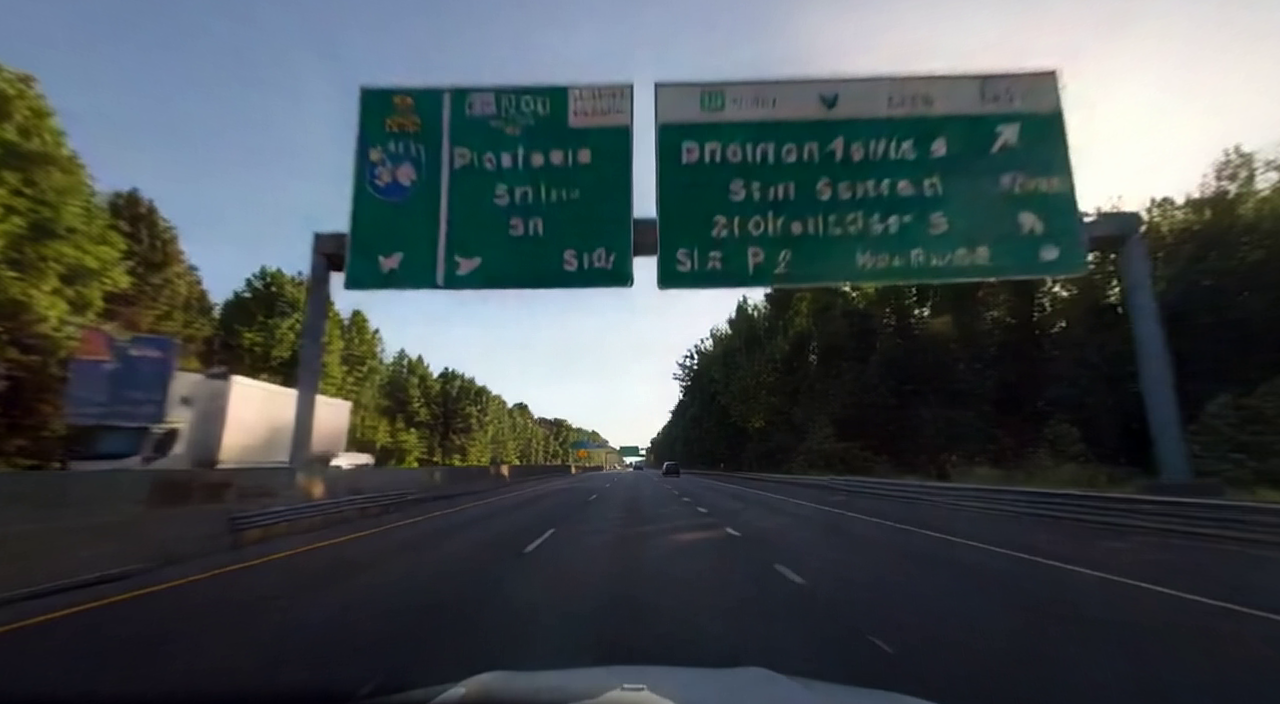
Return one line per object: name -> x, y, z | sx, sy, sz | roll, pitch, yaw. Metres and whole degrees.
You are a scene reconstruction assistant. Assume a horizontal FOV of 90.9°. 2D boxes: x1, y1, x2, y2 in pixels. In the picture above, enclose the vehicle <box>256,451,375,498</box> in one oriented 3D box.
vehicle -> -11.852, 4.533, 23.437 | 1.958, 1.559, 4.565 | 1, -10, 0
